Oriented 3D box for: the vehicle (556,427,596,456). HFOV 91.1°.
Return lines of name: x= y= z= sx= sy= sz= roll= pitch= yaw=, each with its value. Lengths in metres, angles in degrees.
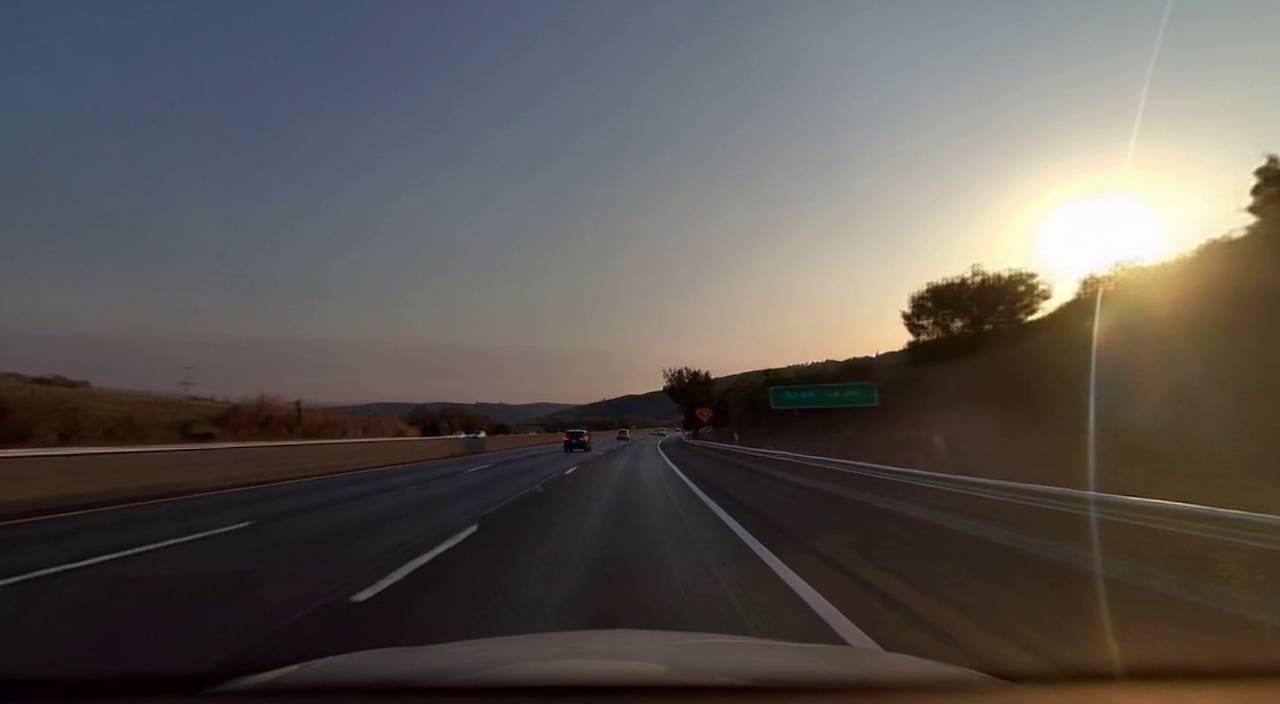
vehicle: x=-4.002 y=5.651 z=39.934 sx=1.980 sy=1.721 sz=4.419 roll=0 pitch=-8 yaw=1
